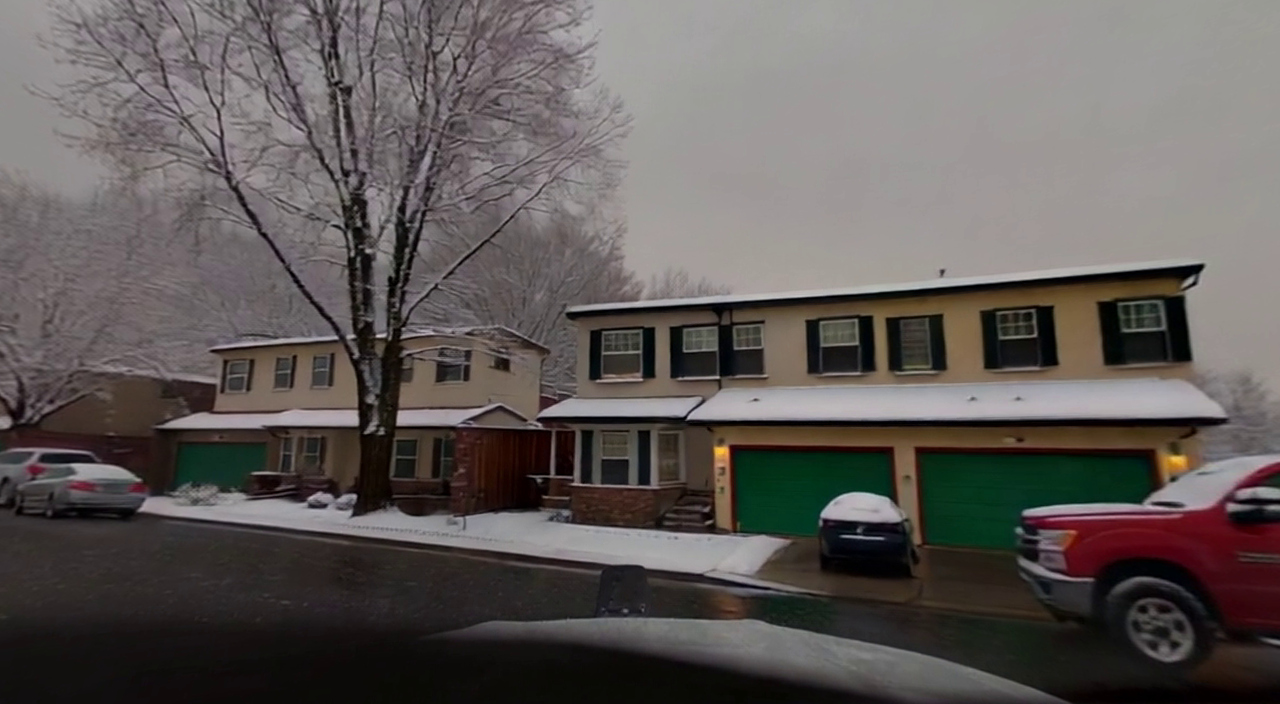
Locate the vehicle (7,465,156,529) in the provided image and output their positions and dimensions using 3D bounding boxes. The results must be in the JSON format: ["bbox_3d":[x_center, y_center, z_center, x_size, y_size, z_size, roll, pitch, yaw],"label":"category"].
[{"bbox_3d":[-15.669,3.963,17.671,4.148,1.473,1.744,-4,-10,30],"label":"vehicle"}]

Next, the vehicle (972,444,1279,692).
[{"bbox_3d":[6.088,1.735,5.375,5.600,1.835,2.161,-4,-10,29],"label":"vehicle"}]

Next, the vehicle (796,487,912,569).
[{"bbox_3d":[5.252,4.134,15.181,1.869,1.460,3.826,-9,-12,27],"label":"vehicle"}]
